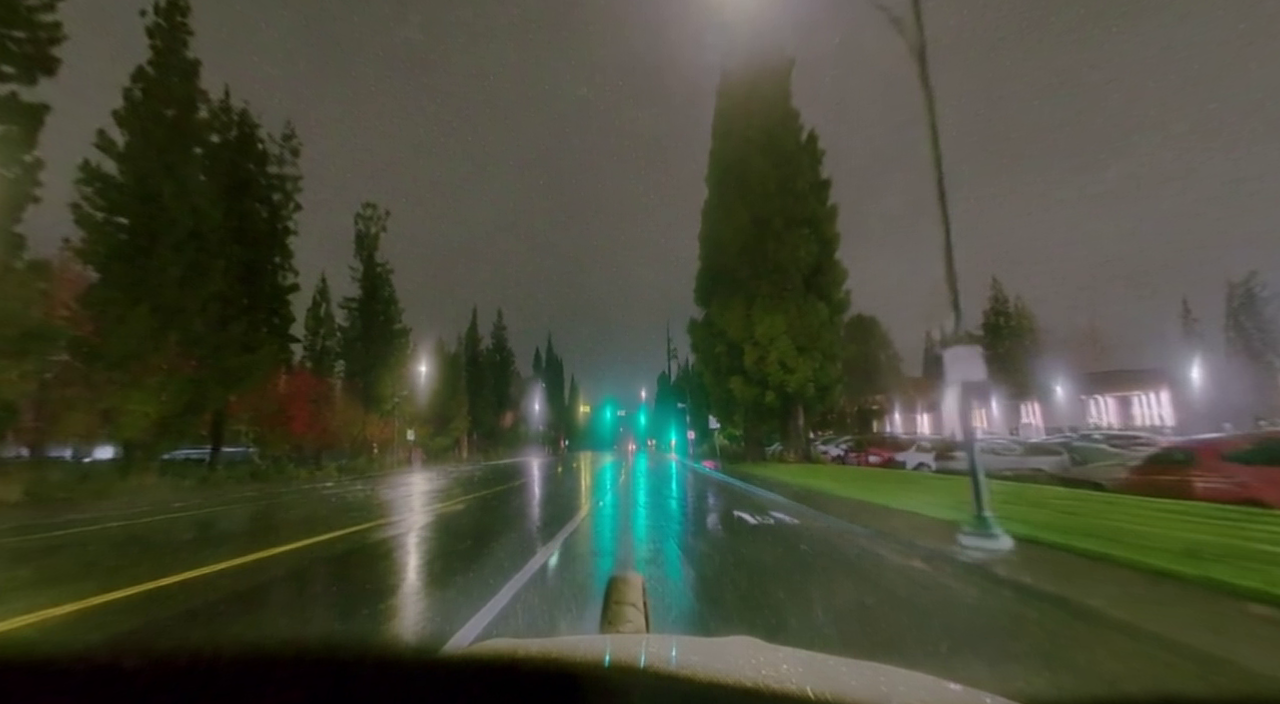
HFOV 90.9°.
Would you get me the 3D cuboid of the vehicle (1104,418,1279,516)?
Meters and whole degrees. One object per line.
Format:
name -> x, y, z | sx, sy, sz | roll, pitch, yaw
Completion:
vehicle -> 11.171, 2.011, 11.008 | 4.463, 1.540, 1.945 | 0, -10, 3
